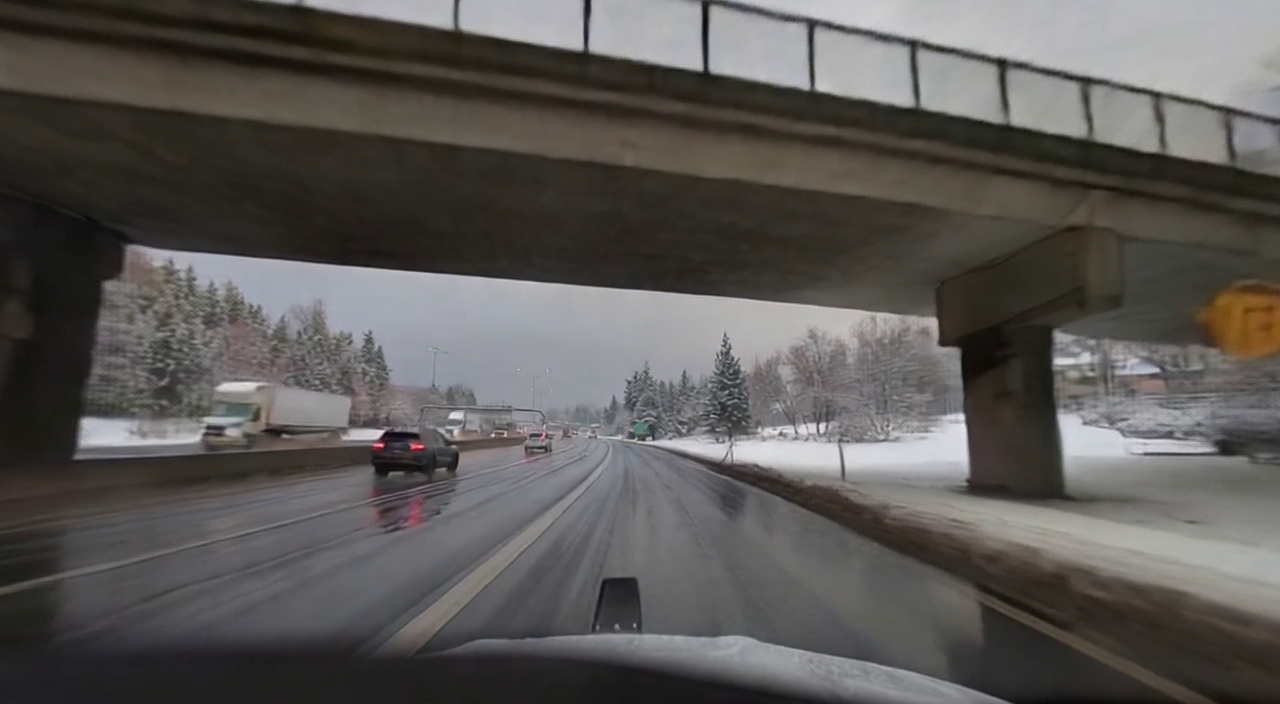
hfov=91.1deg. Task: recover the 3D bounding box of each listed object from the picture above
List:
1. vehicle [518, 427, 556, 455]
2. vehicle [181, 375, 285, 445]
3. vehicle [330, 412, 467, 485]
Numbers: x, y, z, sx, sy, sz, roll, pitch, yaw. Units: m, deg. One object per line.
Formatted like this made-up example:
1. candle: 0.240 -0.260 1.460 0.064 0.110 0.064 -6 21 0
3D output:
1. vehicle: -7.428 6.443 45.761 1.956 1.888 4.512 0 -7 0
2. vehicle: -25.400 3.705 39.517 2.900 3.916 4.693 4 -7 1
3. vehicle: -7.001 2.842 18.920 2.188 1.896 4.810 0 -7 0
